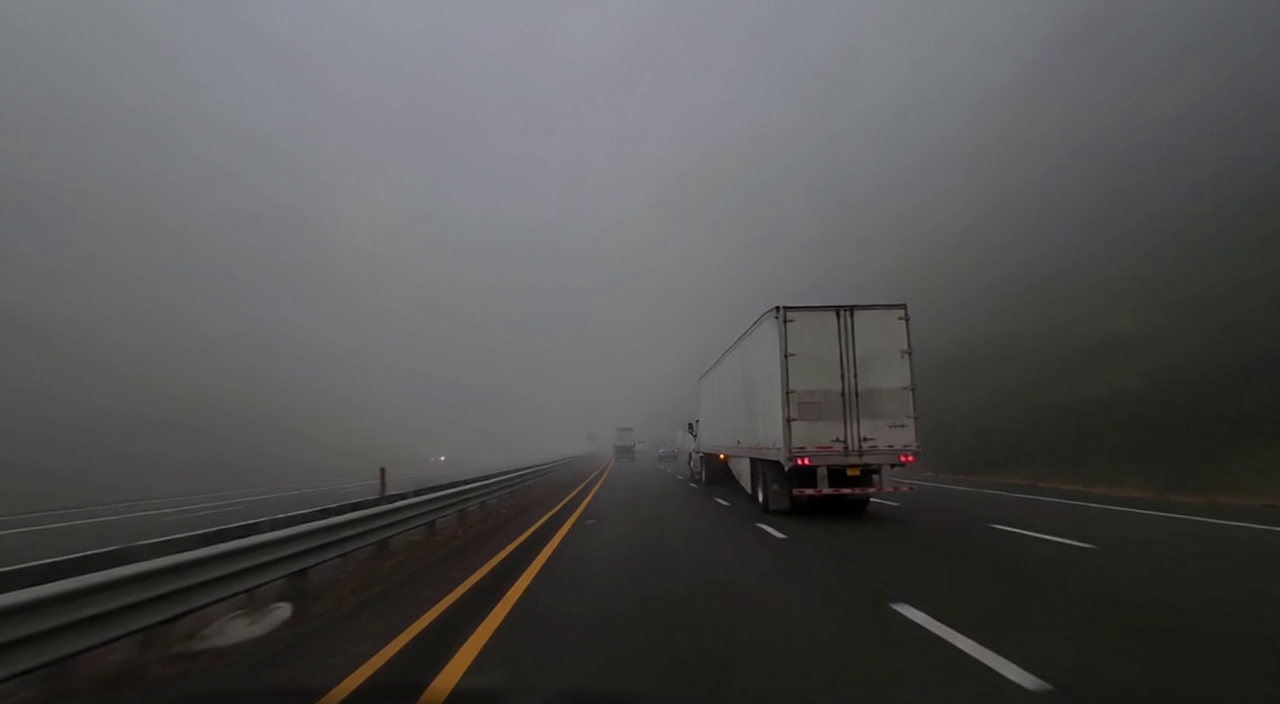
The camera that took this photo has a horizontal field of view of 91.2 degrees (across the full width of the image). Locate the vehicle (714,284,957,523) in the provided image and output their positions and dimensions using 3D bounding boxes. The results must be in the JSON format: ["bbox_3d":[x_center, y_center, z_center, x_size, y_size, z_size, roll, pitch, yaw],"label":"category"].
[{"bbox_3d":[3.800,1.466,14.928,2.816,4.086,8.486,0,-9,-1],"label":"vehicle"}]

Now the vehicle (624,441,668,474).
[{"bbox_3d":[0.370,5.573,33.214,2.127,1.642,3.899,-1,-9,3],"label":"vehicle"}]
